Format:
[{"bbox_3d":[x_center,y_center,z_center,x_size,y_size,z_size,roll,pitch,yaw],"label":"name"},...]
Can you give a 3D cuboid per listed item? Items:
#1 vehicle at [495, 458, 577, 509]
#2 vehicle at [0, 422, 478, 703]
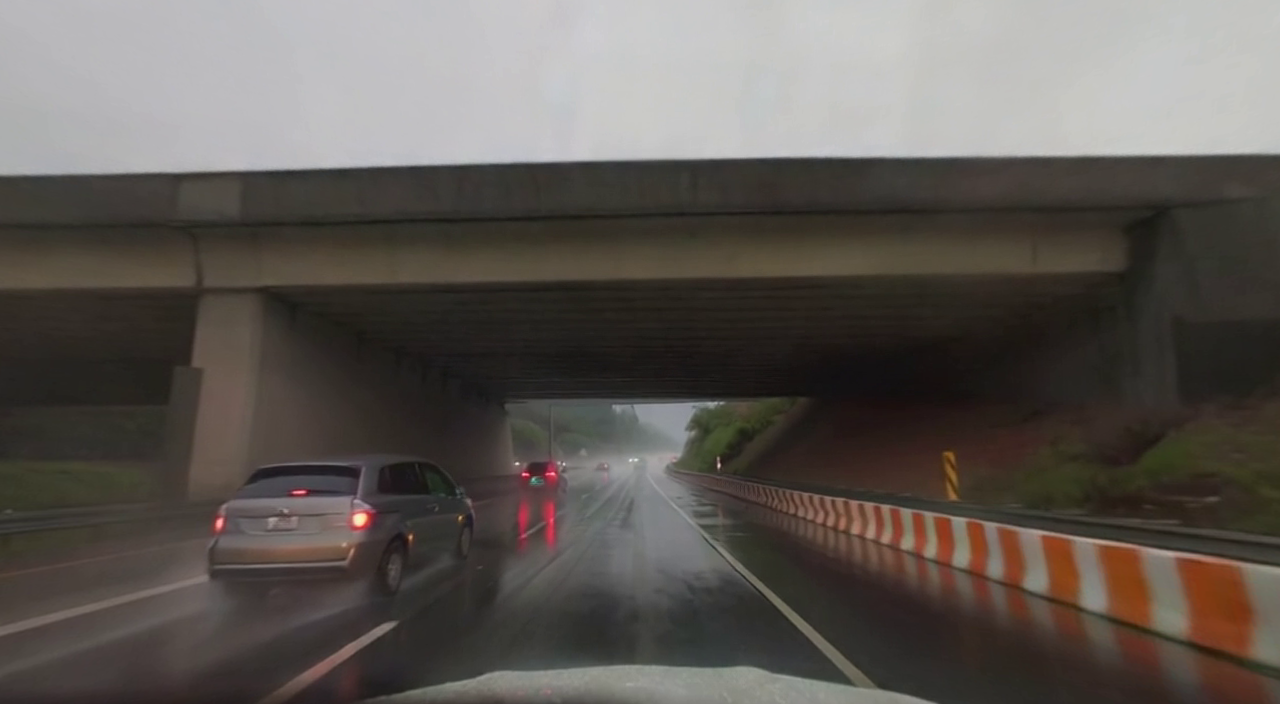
[{"bbox_3d":[-3.298,4.279,20.707,1.992,1.466,3.690,1,-10,1],"label":"vehicle"},{"bbox_3d":[-3.213,1.581,5.792,2.023,1.507,5.082,1,-10,1],"label":"vehicle"}]
